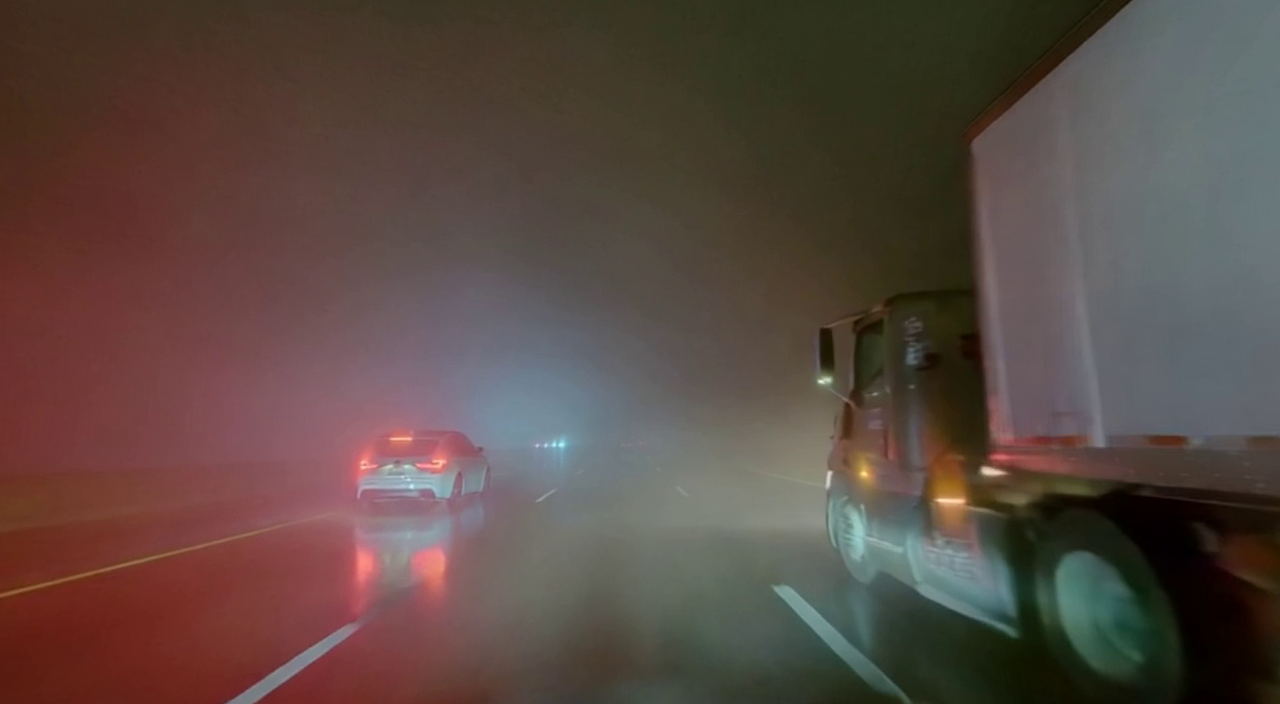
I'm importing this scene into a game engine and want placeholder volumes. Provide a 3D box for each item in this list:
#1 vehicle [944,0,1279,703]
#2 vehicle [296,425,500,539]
[{"bbox_3d":[3.862,-0.714,1.408,2.945,3.778,6.405,0,-8,-1],"label":"vehicle"},{"bbox_3d":[-4.059,2.231,11.513,2.063,1.661,4.439,1,-8,-2],"label":"vehicle"}]
